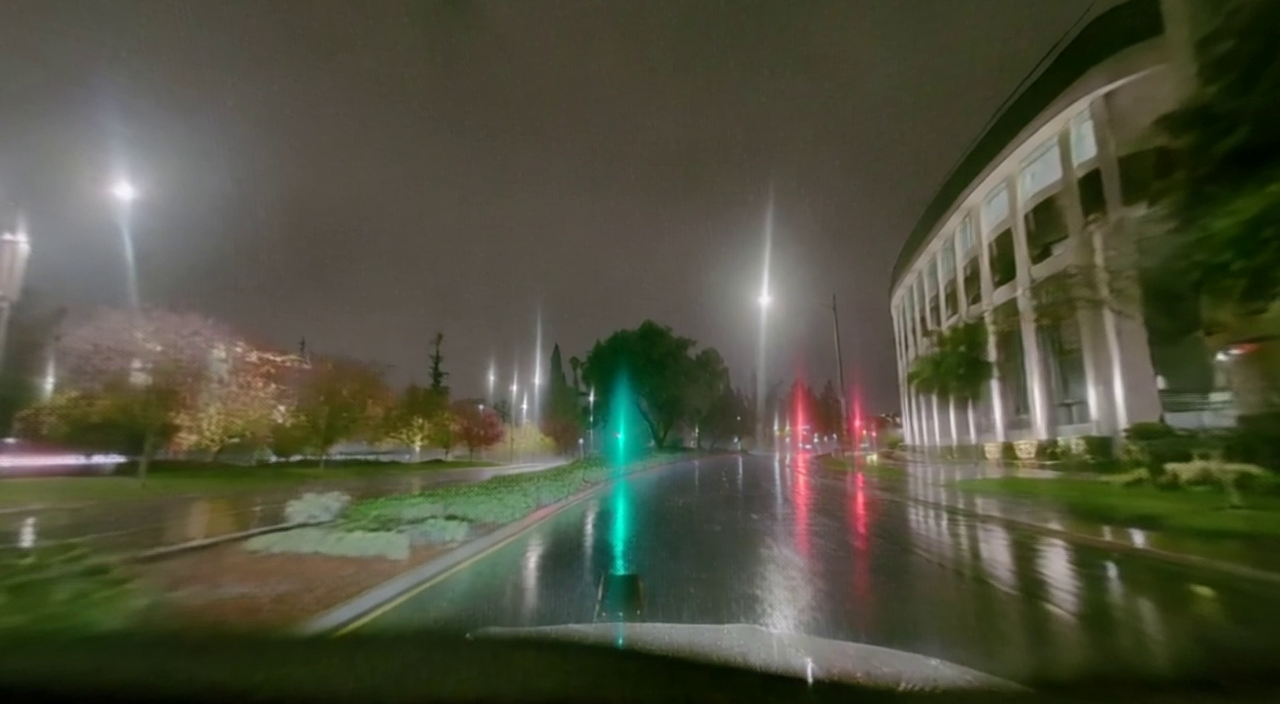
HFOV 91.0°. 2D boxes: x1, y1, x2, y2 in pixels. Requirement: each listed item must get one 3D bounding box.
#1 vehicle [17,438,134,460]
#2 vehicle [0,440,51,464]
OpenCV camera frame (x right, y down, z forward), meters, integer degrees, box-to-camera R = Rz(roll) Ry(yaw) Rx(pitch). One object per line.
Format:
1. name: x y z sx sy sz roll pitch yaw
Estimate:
1. vehicle: -42.963 7.362 48.022 6.548 1.284 2.581 -3 -7 0
2. vehicle: -43.126 6.803 42.756 4.097 1.583 1.995 0 -9 -1
